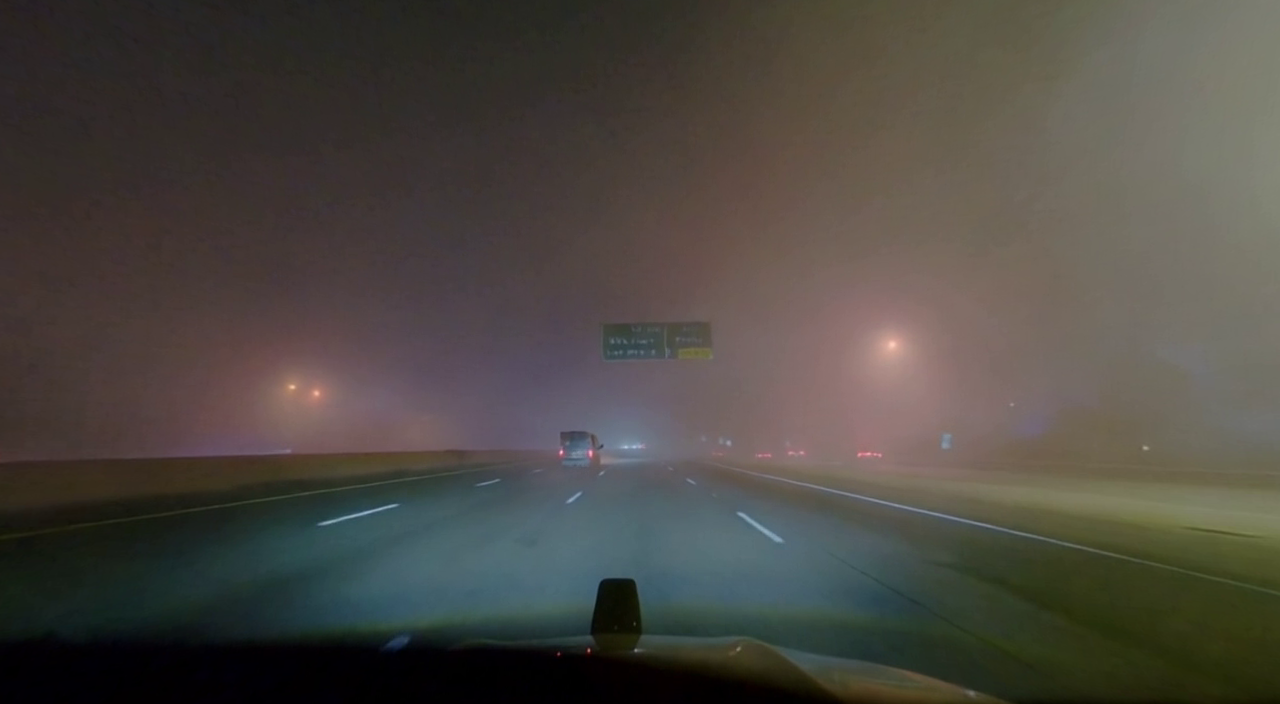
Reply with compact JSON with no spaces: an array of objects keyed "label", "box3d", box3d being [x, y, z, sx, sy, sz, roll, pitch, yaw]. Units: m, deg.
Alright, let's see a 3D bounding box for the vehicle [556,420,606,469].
[{"label":"vehicle","box3d":[-3.776,6.118,41.848,2.881,2.937,7.045,0,-9,-2]}]
